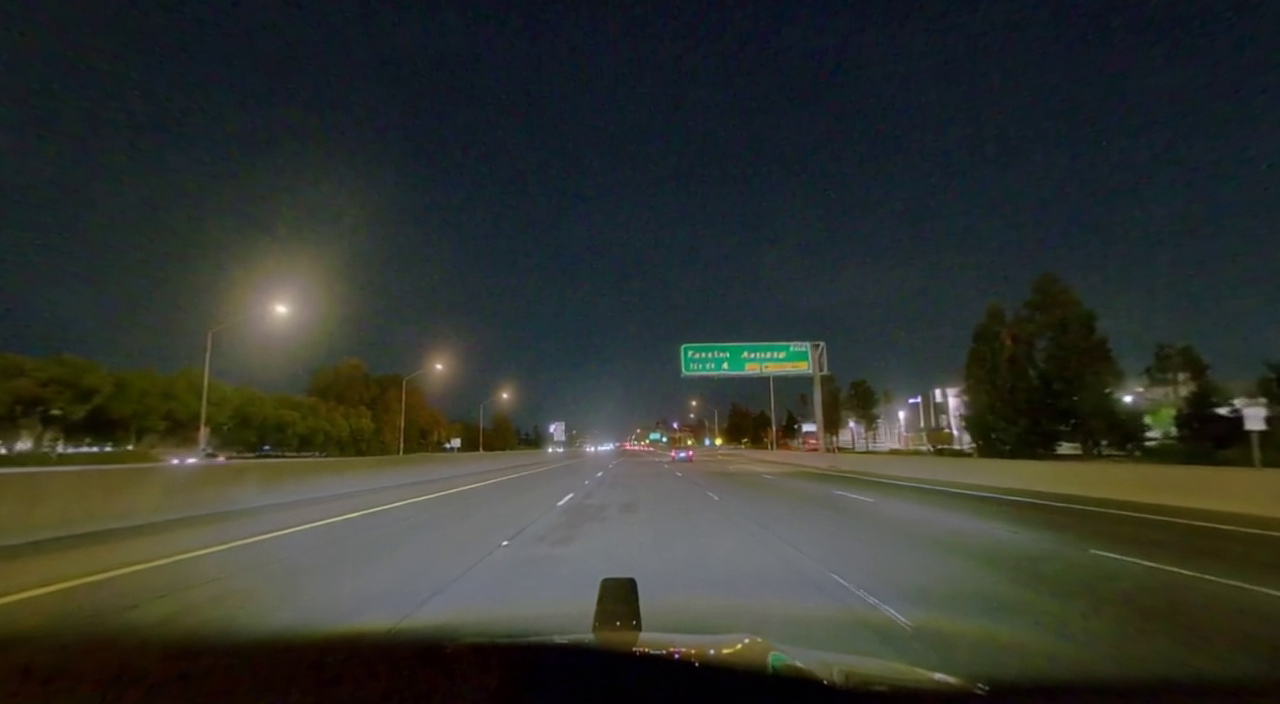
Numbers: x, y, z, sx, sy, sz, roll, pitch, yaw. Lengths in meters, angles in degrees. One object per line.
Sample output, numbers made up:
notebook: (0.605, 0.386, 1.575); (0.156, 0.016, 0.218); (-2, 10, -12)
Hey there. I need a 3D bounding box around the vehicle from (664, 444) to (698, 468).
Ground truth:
vehicle: (3.071, 7.902, 48.319); (2.083, 1.643, 4.565); (1, -8, -2)
